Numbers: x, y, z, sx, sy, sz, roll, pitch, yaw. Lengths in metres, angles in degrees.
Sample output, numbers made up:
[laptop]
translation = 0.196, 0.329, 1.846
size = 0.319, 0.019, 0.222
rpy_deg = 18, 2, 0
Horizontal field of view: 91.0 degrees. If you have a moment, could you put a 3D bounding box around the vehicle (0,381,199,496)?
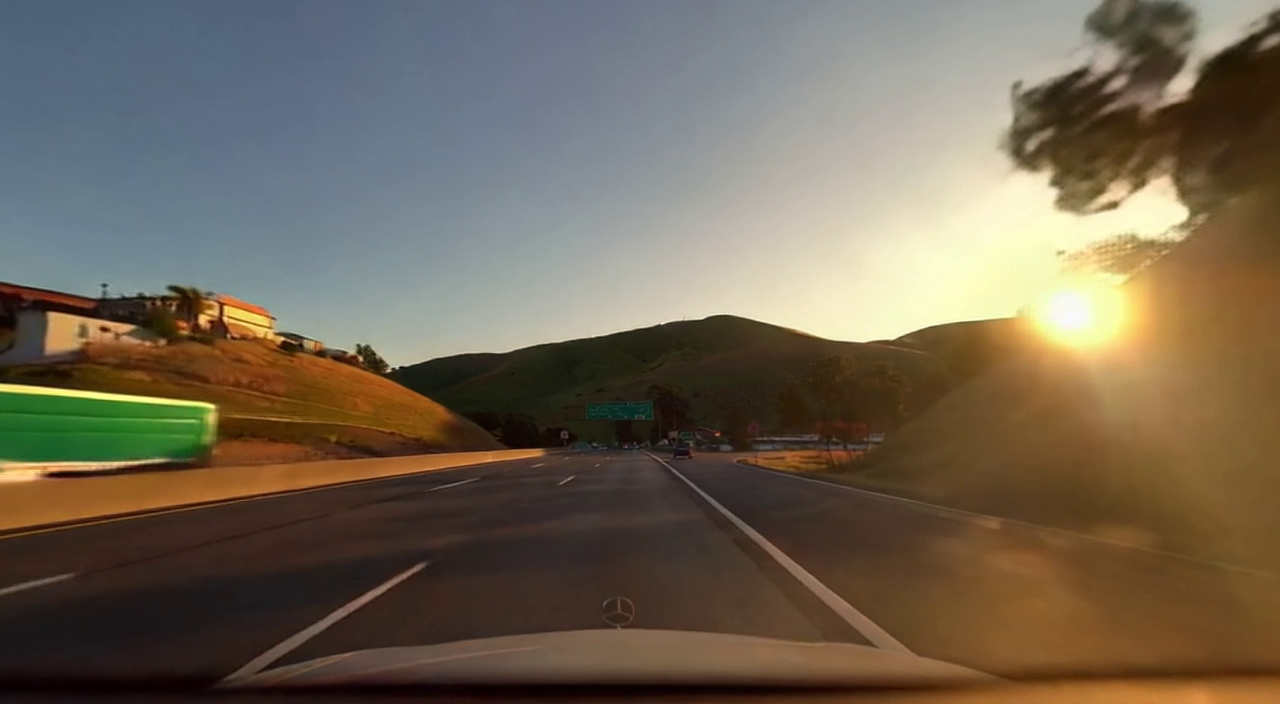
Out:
[vehicle]
translation = -24.265, 3.425, 24.787
size = 2.910, 4.051, 15.366
rpy_deg = 0, -8, -1
